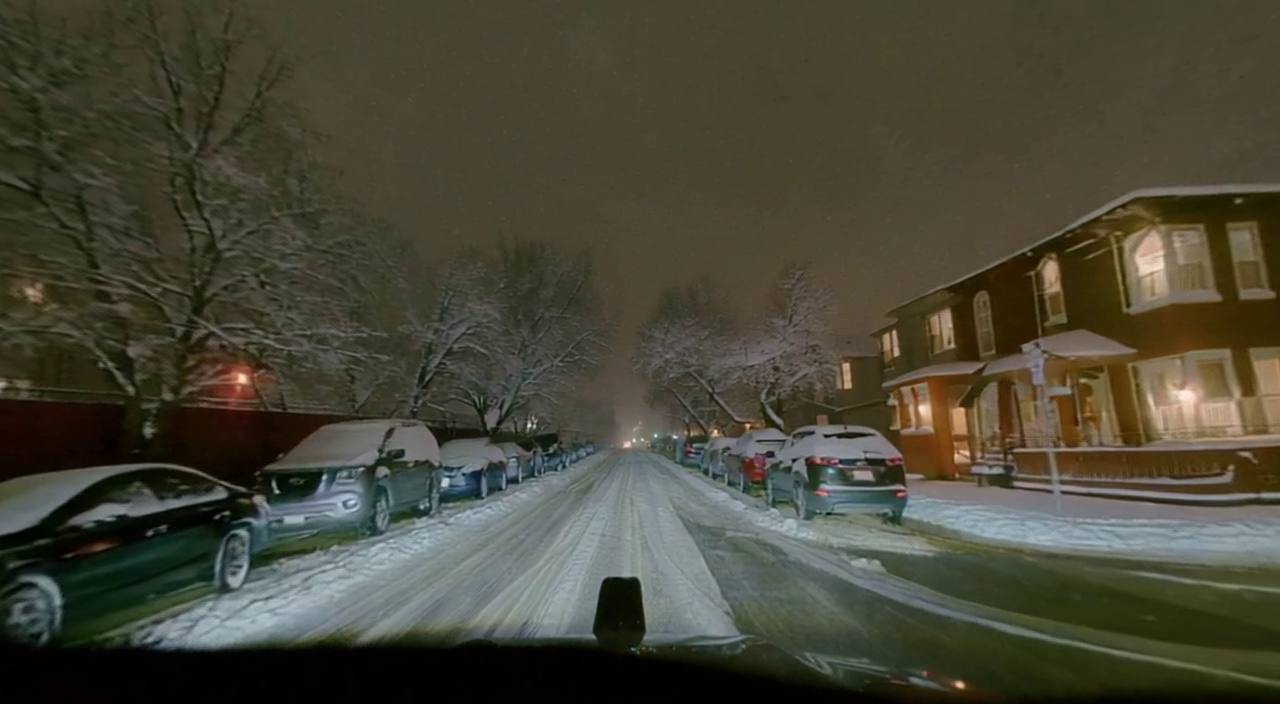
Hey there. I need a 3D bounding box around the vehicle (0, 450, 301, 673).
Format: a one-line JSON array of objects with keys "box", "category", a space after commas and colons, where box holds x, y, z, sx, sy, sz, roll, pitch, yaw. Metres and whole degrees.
[{"box": [-5.269, 1.650, 5.756, 1.858, 1.456, 4.587, 0, -8, -1], "category": "vehicle"}]

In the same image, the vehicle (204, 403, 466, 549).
[{"box": [-5.229, 2.217, 12.051, 2.390, 2.123, 5.371, 0, -8, -1], "category": "vehicle"}]

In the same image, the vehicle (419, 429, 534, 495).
[{"box": [-5.279, 3.655, 21.430, 2.683, 1.923, 5.421, 0, -8, -3], "category": "vehicle"}]

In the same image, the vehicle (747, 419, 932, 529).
[{"box": [3.522, 2.257, 12.284, 1.994, 1.710, 4.699, 0, -8, -1], "category": "vehicle"}]
